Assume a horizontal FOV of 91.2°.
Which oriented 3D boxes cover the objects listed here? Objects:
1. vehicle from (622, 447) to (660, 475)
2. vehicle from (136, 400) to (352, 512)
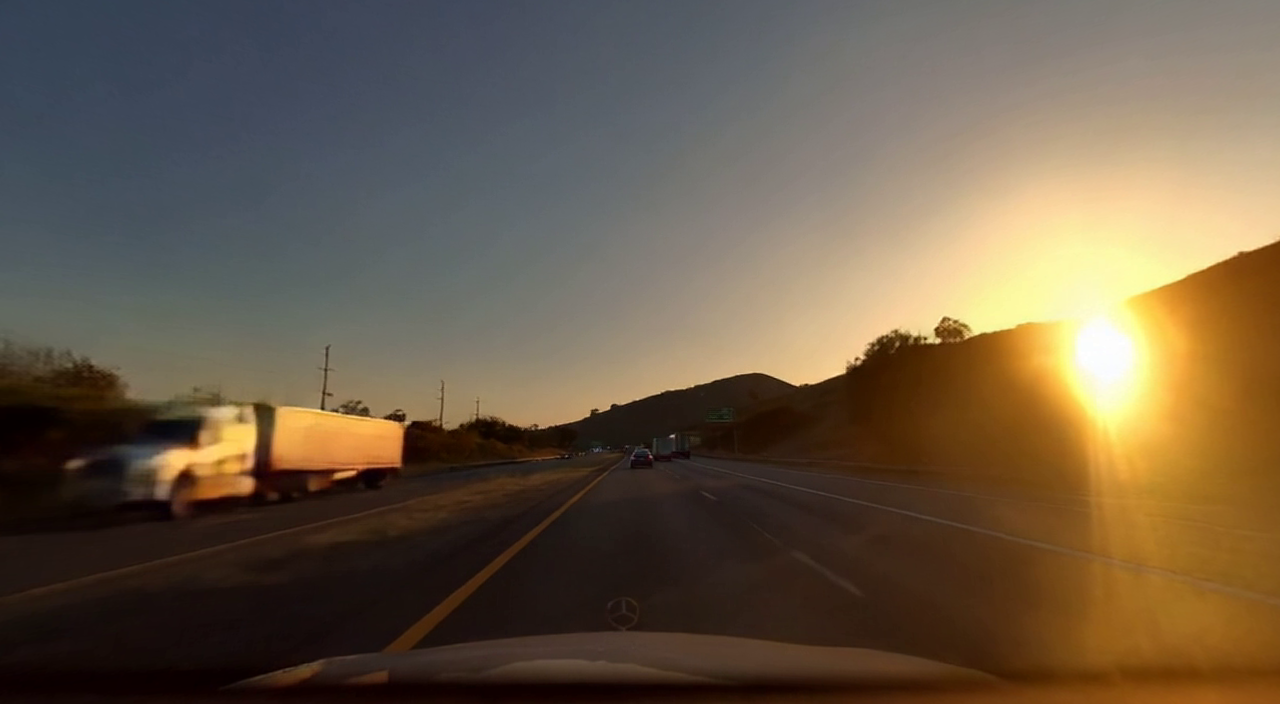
[{"bbox_3d":[0.012,6.340,36.636,2.083,1.473,3.923,0,-9,-1],"label":"vehicle"},{"bbox_3d":[-15.810,4.314,26.343,2.951,3.808,9.312,0,-9,0],"label":"vehicle"}]
